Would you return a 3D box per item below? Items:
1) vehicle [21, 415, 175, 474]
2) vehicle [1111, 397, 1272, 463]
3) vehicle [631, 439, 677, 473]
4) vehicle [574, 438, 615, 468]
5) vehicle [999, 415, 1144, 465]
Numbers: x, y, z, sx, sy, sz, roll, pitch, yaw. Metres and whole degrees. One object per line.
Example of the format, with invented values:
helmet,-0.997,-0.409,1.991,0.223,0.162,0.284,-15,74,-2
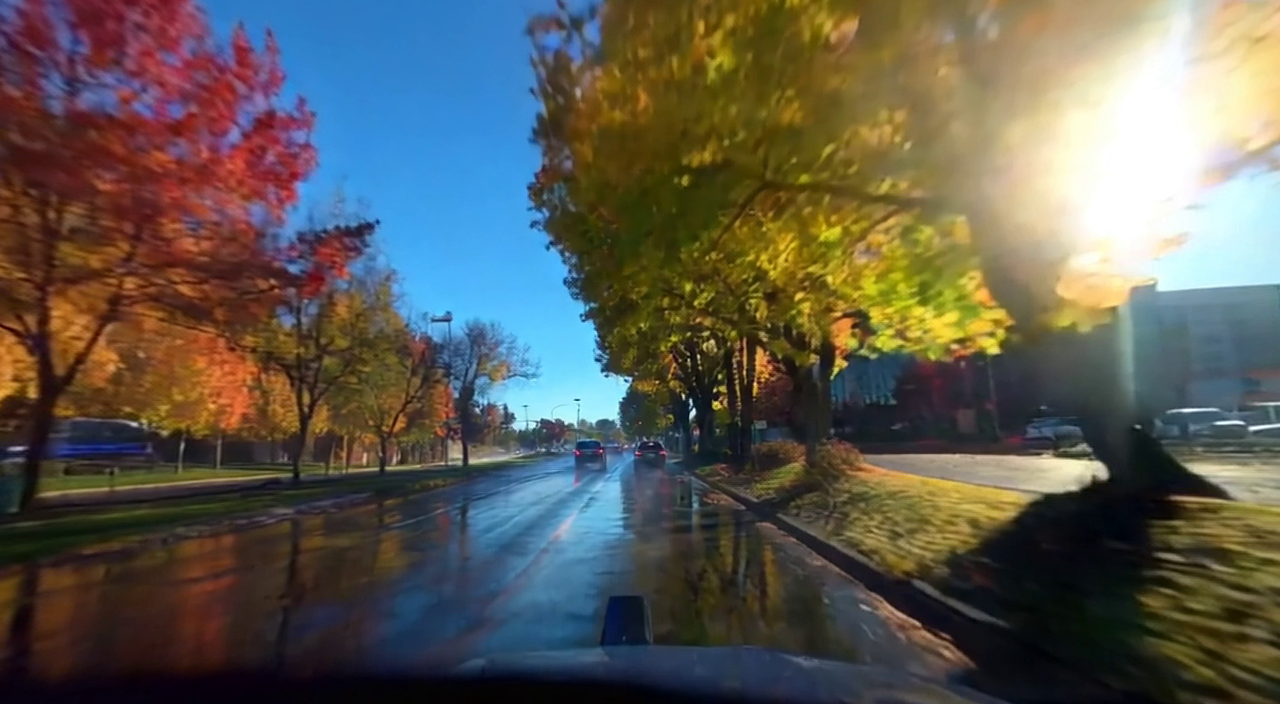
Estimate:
vehicle,-30.744,5.314,36.227,2.376,2.995,7.095,0,-8,1
vehicle,22.935,3.360,26.475,4.440,2.545,2.105,-5,-10,25
vehicle,0.624,4.956,30.261,2.040,1.493,3.682,0,-8,0
vehicle,-2.725,6.125,38.455,2.197,1.709,4.069,0,-8,0
vehicle,26.383,5.439,38.693,6.918,2.911,2.524,0,-9,-1
